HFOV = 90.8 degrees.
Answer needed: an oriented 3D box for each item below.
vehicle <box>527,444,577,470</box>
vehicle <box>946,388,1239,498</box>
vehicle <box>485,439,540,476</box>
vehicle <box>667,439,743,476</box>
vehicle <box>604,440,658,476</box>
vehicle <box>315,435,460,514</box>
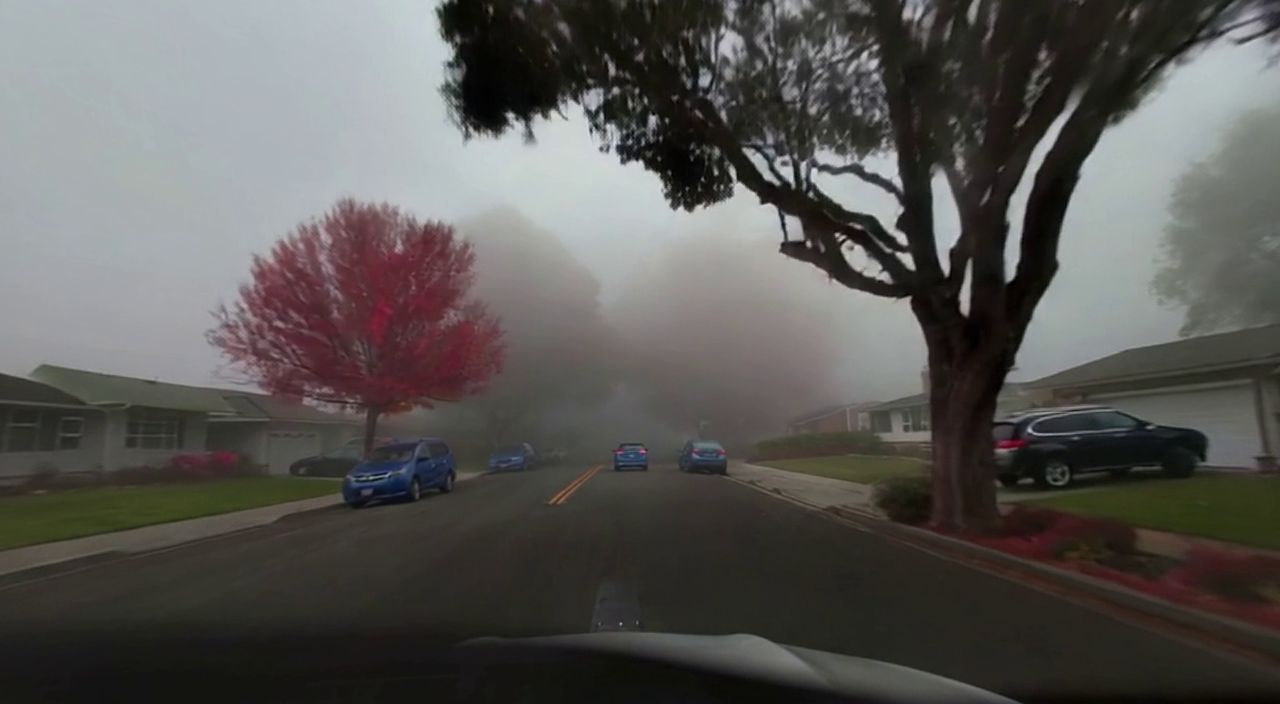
[{"bbox_3d":[-6.659,7.998,48.451,2.641,1.747,4.738,-4,-8,6],"label":"vehicle"},{"bbox_3d":[9.673,1.973,13.817,4.813,1.914,2.041,-3,-9,-5],"label":"vehicle"},{"bbox_3d":[-7.177,5.953,35.942,2.235,1.851,4.662,-2,-9,-1],"label":"vehicle"},{"bbox_3d":[2.767,4.700,28.282,2.429,1.502,4.474,1,-9,-7],"label":"vehicle"},{"bbox_3d":[-0.481,4.648,27.958,2.192,1.474,4.192,1,-9,-3],"label":"vehicle"},{"bbox_3d":[-6.753,3.251,17.598,2.254,1.773,4.795,-2,-7,-2],"label":"vehicle"}]
